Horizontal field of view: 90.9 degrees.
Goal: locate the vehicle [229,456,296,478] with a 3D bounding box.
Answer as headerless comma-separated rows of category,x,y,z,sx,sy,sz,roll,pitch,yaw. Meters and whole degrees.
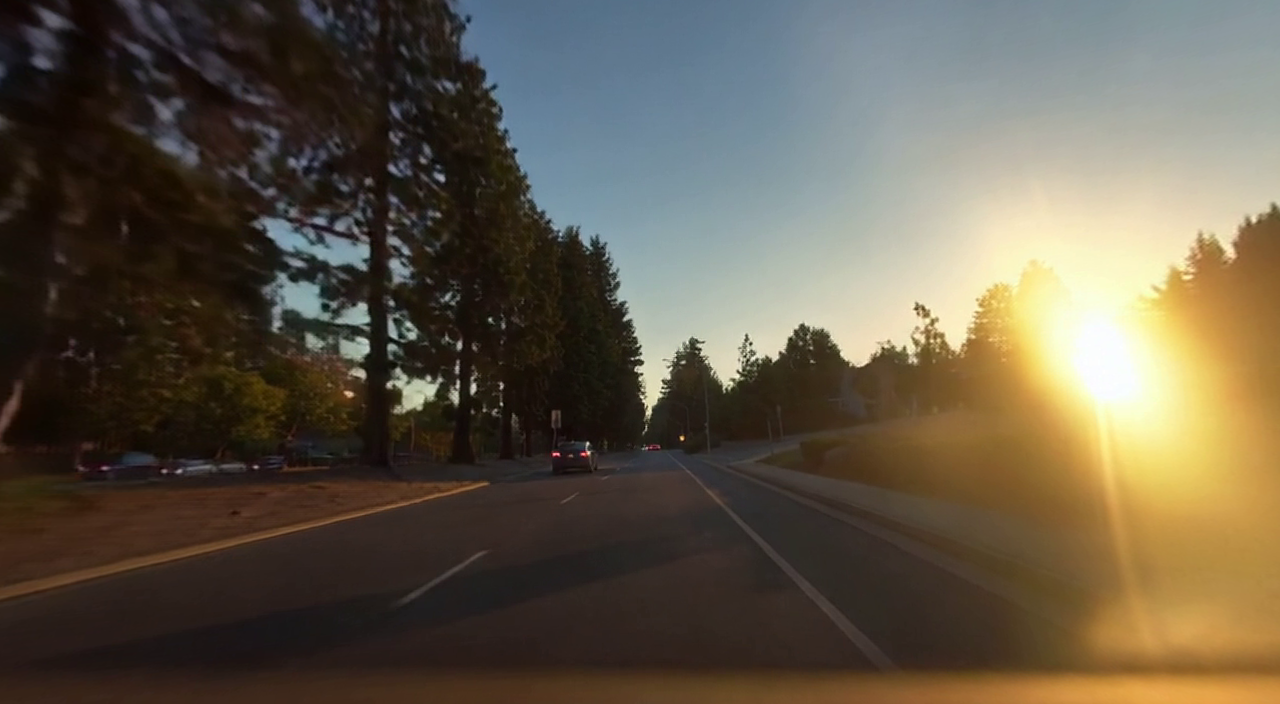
vehicle,-28.457,8.631,47.703,1.866,1.479,4.731,0,-9,3

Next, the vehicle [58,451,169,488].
vehicle,-29.123,6.460,35.095,1.968,1.821,4.810,-1,-9,1

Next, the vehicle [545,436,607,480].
vehicle,-2.632,4.501,27.058,2.016,1.694,4.335,0,-9,2

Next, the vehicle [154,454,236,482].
vehicle,-29.019,7.555,41.308,1.845,1.513,4.993,-6,-9,0
